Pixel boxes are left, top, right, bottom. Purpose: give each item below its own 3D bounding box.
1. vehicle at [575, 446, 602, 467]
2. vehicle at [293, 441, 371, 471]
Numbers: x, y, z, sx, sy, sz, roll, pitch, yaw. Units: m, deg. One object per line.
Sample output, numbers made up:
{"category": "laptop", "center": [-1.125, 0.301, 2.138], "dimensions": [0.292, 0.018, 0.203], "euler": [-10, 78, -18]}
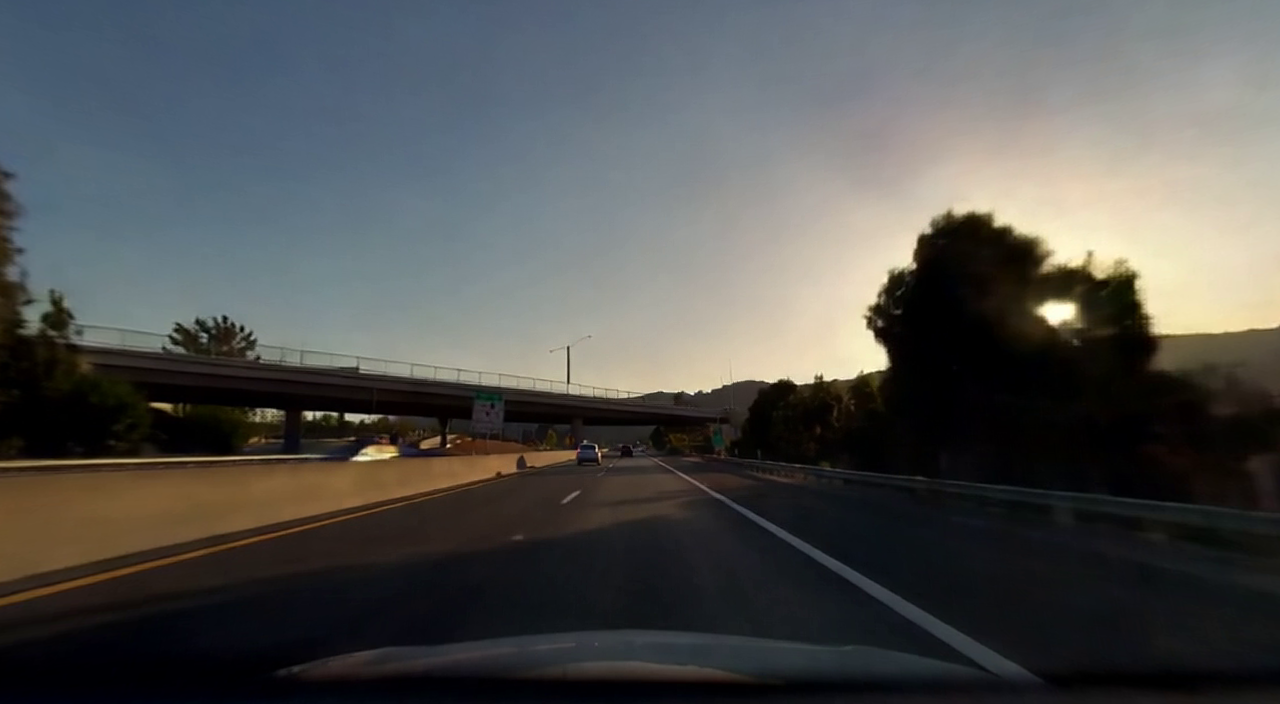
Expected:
{"category": "vehicle", "center": [-3.874, 7.942, 48.058], "dimensions": [1.835, 1.531, 3.811], "euler": [0, -9, -1]}
{"category": "vehicle", "center": [-16.347, 5.563, 33.750], "dimensions": [1.828, 1.476, 4.618], "euler": [0, -9, 0]}
